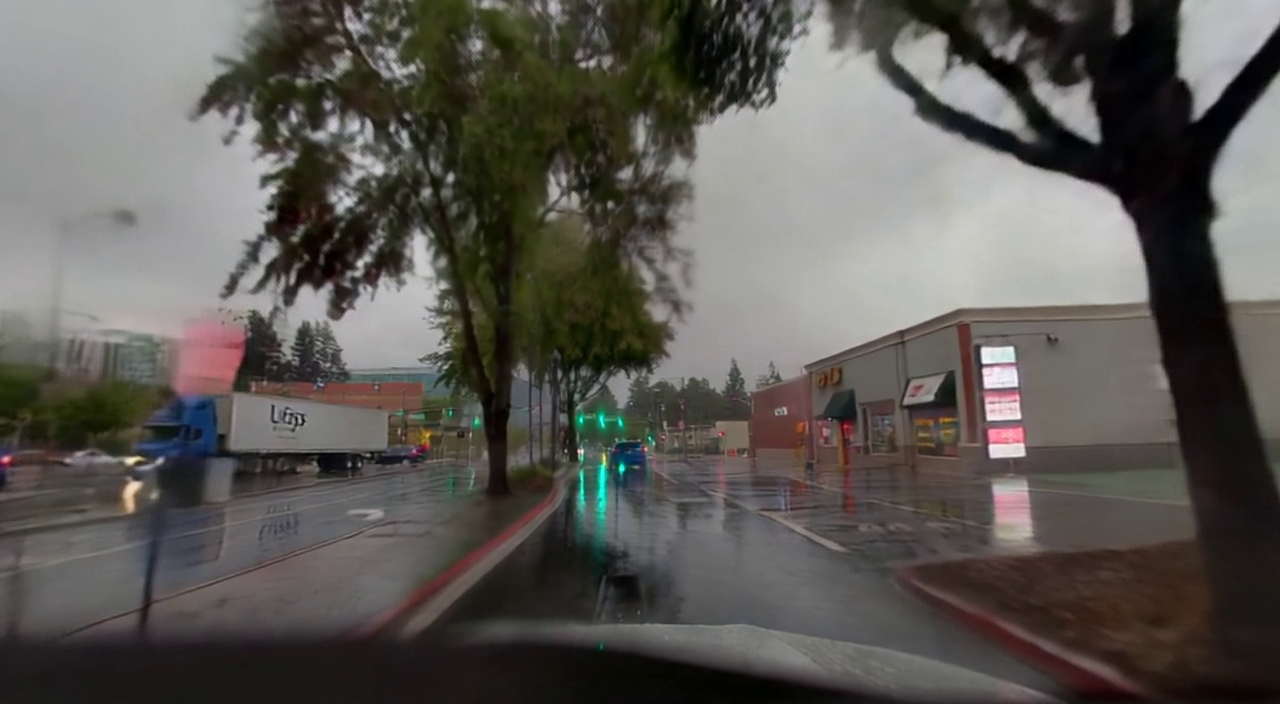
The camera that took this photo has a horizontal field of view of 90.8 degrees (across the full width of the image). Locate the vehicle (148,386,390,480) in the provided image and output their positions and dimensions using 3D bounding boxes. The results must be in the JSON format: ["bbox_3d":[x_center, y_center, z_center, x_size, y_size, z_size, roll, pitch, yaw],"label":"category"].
[{"bbox_3d":[-18.513,4.369,33.264,2.792,4.025,11.784,-3,-9,19],"label":"vehicle"}]

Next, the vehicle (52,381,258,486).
[{"bbox_3d":[-20.530,3.571,27.299,3.045,3.961,6.104,-2,-9,17],"label":"vehicle"}]

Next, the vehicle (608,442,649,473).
[{"bbox_3d":[-0.536,5.410,32.575,2.006,1.470,3.799,0,-8,1],"label":"vehicle"}]
